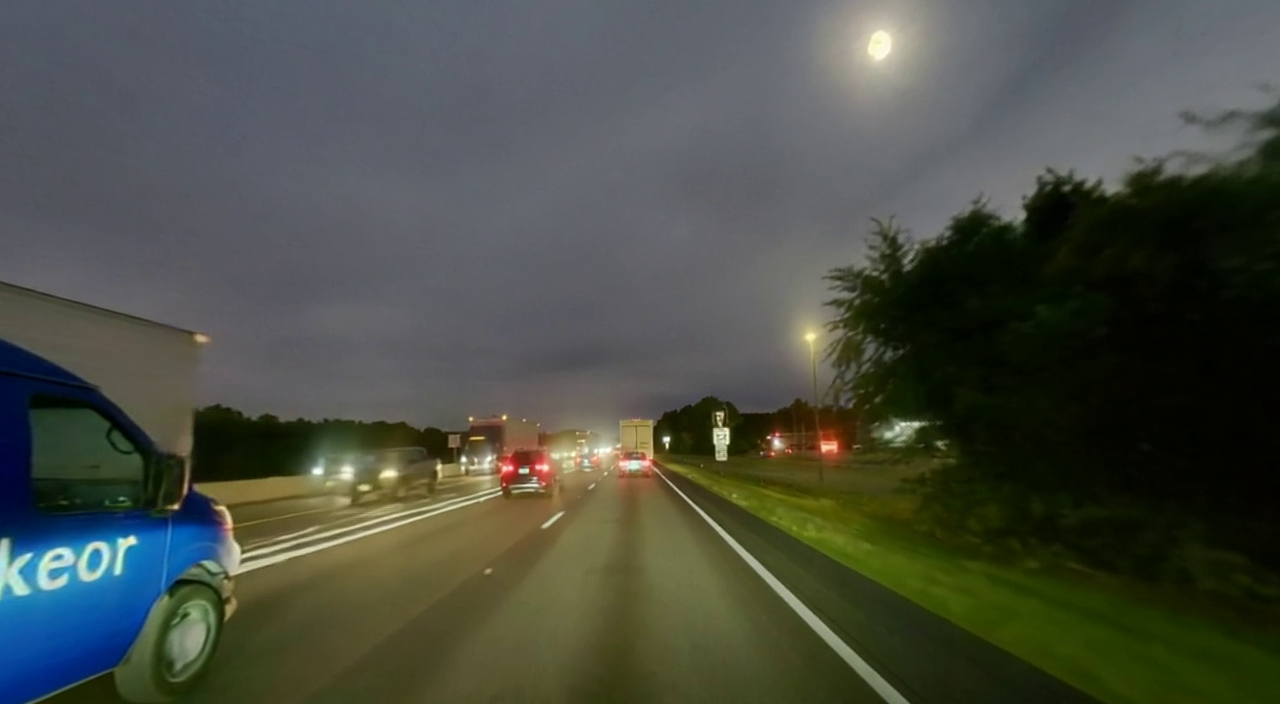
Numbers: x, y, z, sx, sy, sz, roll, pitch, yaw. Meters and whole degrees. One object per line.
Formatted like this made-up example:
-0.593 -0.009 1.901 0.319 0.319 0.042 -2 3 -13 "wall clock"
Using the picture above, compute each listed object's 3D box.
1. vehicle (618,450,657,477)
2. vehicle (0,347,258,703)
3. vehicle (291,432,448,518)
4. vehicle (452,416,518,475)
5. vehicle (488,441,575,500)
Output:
-0.150 6.188 35.258 2.095 1.393 3.908 0 -9 0 "vehicle"
-3.176 0.692 1.126 2.117 1.688 4.582 0 -9 0 "vehicle"
-6.689 3.070 16.307 1.982 1.872 4.578 0 -9 0 "vehicle"
-10.115 6.204 41.902 2.922 3.600 6.110 0 -9 -1 "vehicle"
-3.228 3.610 19.565 1.937 1.600 4.141 0 -9 0 "vehicle"
